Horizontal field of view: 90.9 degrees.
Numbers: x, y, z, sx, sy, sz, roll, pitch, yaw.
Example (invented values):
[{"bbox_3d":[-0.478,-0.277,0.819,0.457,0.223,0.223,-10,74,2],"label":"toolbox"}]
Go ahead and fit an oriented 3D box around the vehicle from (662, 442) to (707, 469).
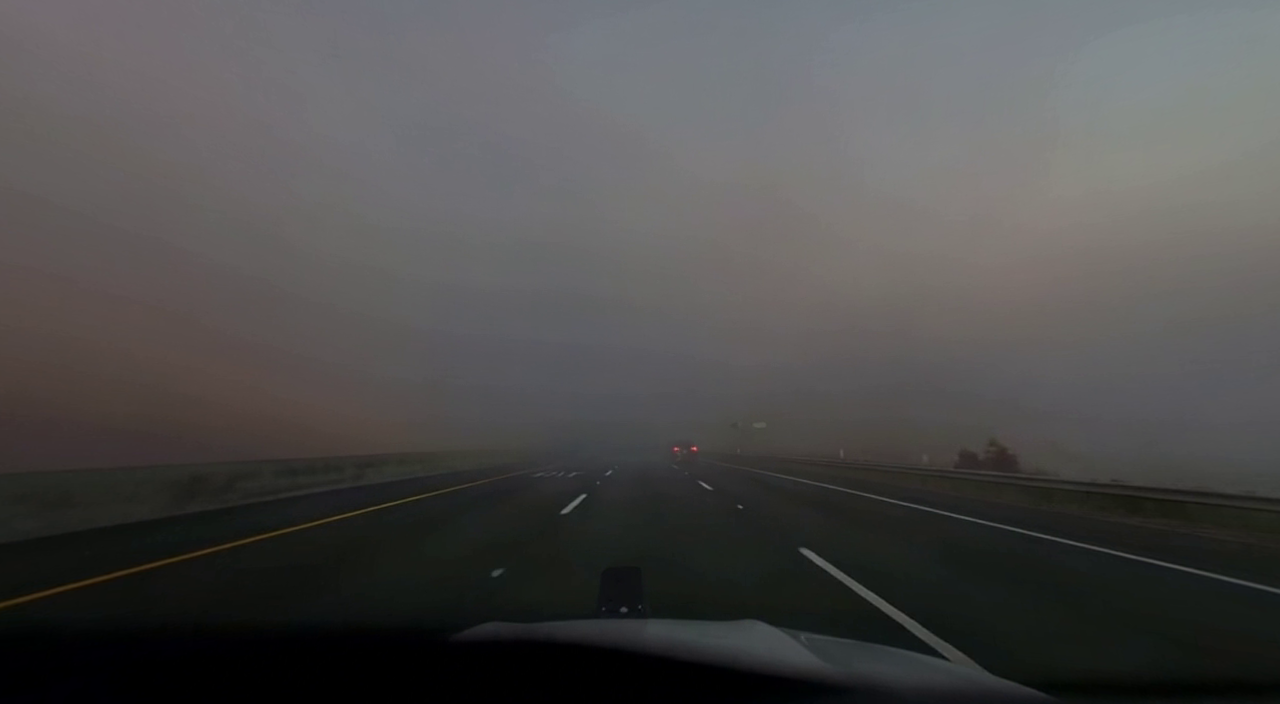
[{"bbox_3d":[2.508,6.029,36.936,2.193,1.462,4.533,0,-8,-1],"label":"vehicle"}]
